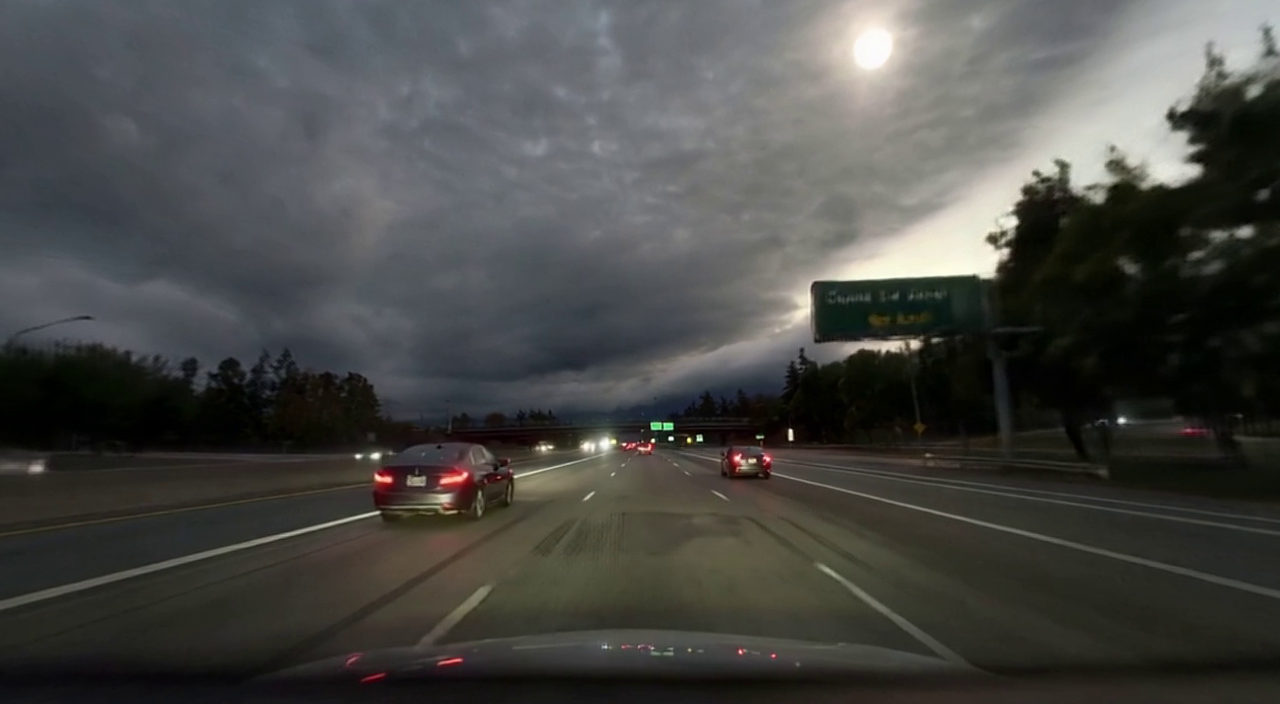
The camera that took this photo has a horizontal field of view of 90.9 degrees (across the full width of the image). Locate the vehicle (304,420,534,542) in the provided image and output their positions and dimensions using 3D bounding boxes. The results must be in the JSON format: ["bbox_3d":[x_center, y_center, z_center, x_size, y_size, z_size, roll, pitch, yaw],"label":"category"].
[{"bbox_3d":[-3.569,2.195,11.478,2.259,1.706,4.924,0,-8,2],"label":"vehicle"}]

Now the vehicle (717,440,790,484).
[{"bbox_3d":[4.179,4.117,23.910,1.908,1.483,4.259,0,-8,-1],"label":"vehicle"}]
